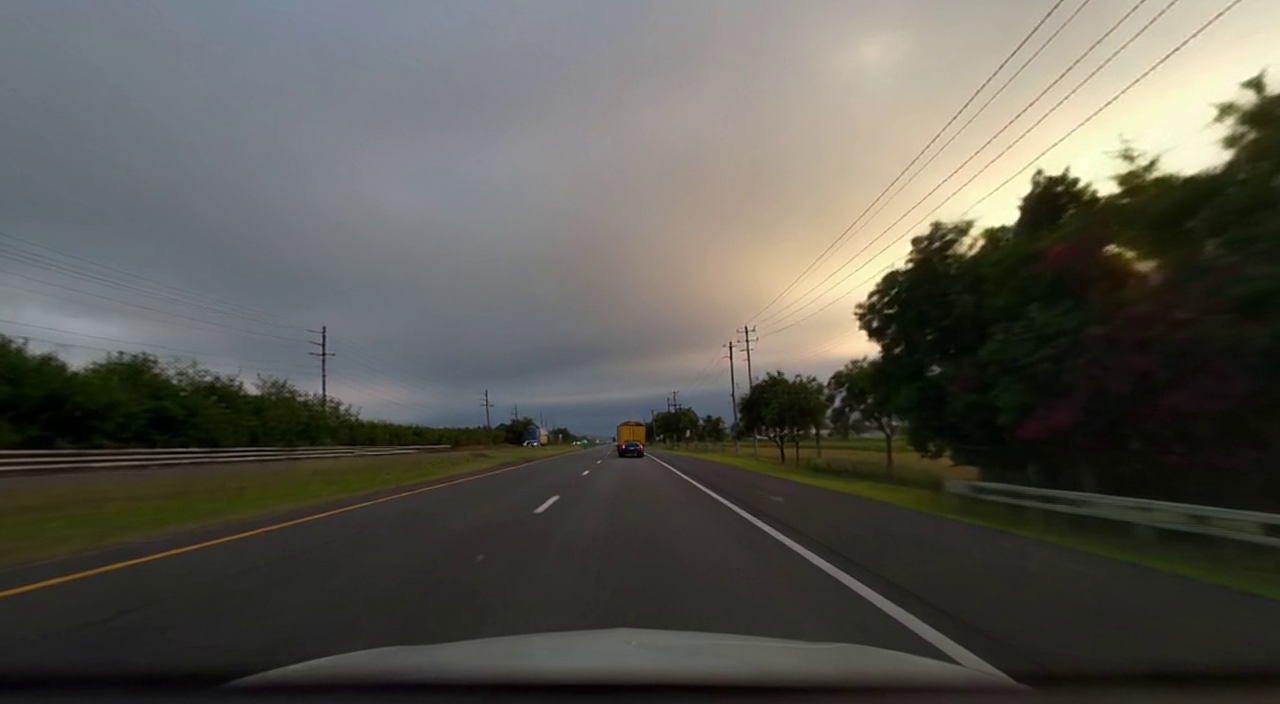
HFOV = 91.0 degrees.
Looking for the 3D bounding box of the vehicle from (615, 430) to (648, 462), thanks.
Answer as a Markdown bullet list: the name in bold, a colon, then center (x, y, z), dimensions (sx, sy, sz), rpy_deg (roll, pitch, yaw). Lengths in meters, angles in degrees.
- **vehicle**: center (-0.659, 6.651, 44.783), dimensions (2.240, 2.129, 4.480), rpy_deg (0, -8, -2)
